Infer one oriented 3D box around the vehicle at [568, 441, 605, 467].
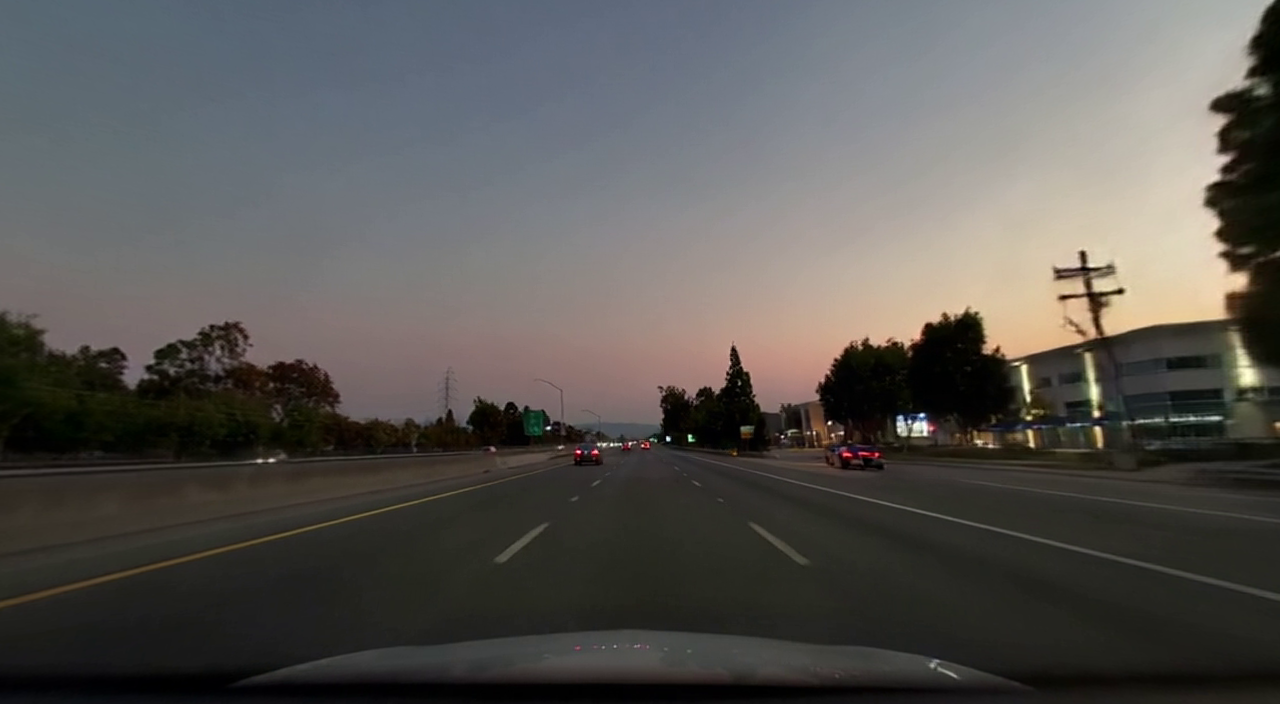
[{"bbox_3d":[-3.374,6.557,40.494,2.015,1.557,4.229,0,-9,1],"label":"vehicle"}]
